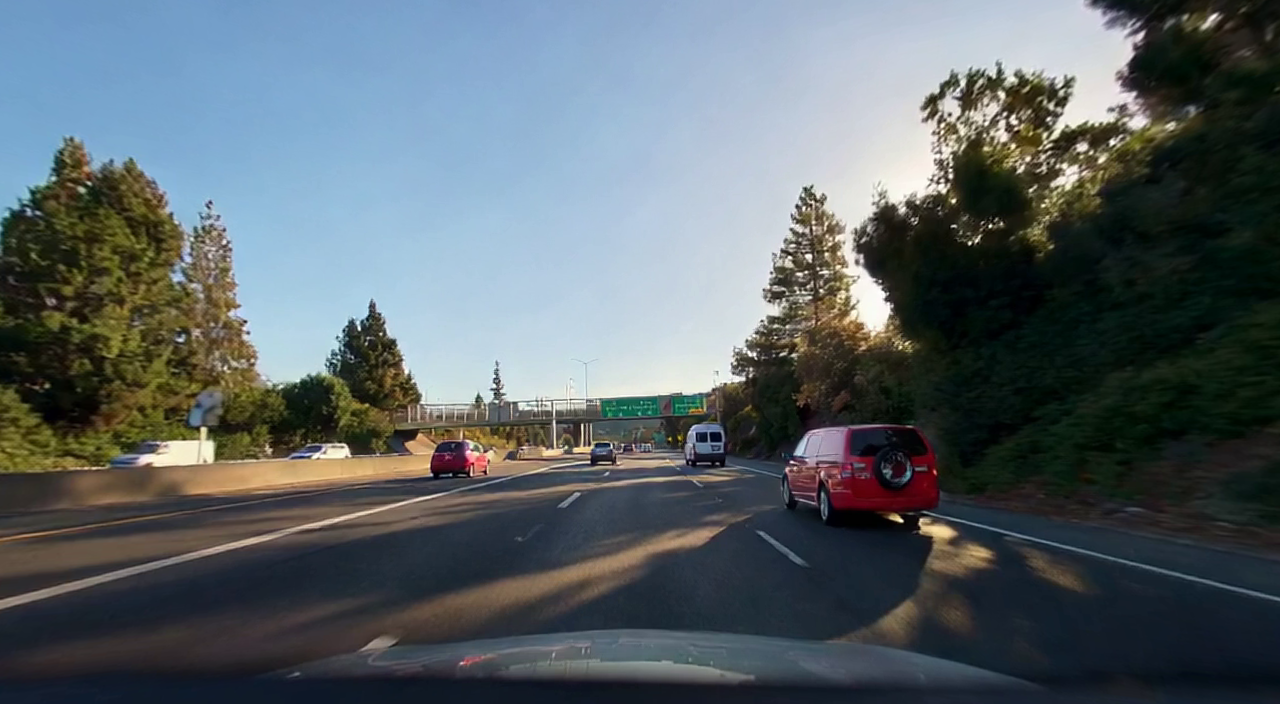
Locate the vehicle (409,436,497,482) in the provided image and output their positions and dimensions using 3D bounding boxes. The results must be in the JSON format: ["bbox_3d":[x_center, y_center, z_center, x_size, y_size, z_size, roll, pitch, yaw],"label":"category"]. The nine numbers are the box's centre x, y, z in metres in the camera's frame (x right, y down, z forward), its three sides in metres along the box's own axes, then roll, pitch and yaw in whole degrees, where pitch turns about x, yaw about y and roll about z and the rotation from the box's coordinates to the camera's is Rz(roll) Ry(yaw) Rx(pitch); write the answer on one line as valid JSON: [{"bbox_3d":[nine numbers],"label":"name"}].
[{"bbox_3d":[-7.378,4.265,25.448,2.068,1.632,4.623,0,-8,1],"label":"vehicle"}]

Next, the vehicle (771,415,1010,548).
[{"bbox_3d":[3.724,2.017,10.501,2.100,1.690,4.536,0,-8,0],"label":"vehicle"}]

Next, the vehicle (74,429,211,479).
[{"bbox_3d":[-36.099,7.436,46.342,2.791,3.222,8.831,0,-8,0],"label":"vehicle"}]

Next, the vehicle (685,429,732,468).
[{"bbox_3d":[4.232,6.095,39.974,2.347,2.234,5.352,0,-8,0],"label":"vehicle"}]
